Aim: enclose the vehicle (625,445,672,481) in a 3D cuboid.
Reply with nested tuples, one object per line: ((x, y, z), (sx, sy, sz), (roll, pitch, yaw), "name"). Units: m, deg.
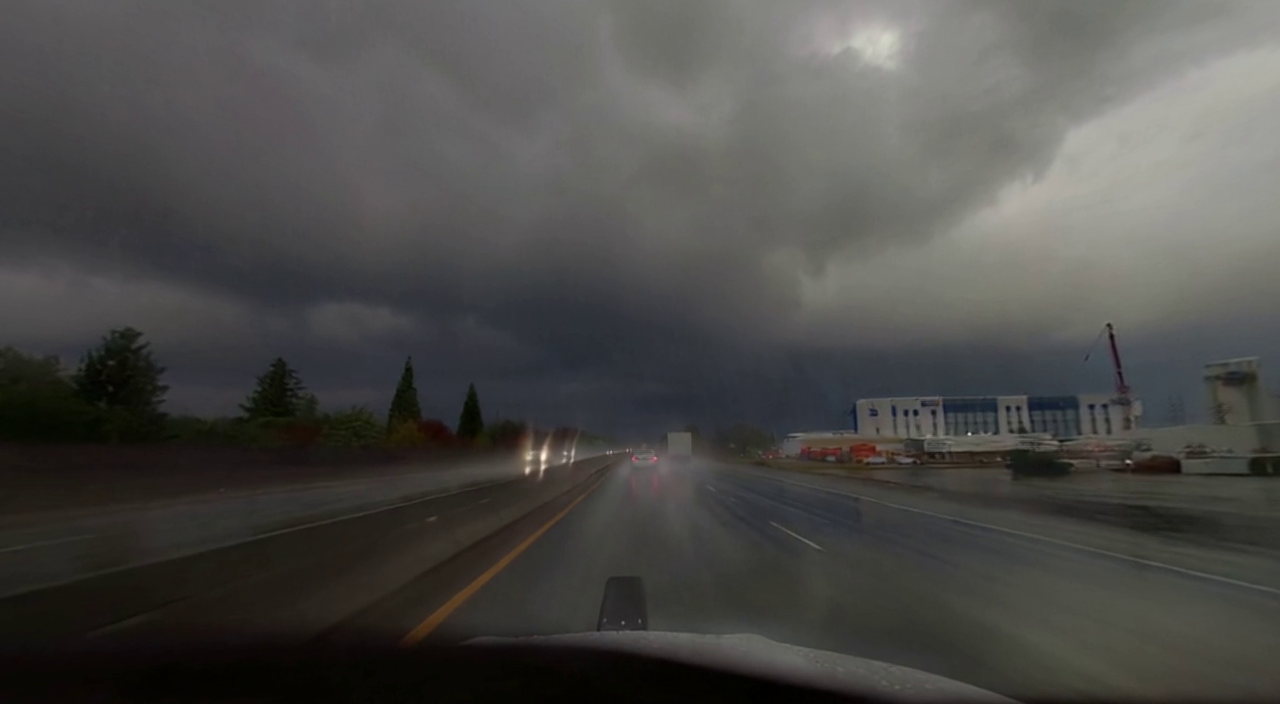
((0.379, 5.215, 29.851), (2.045, 1.527, 4.023), (0, -9, 0), "vehicle")
